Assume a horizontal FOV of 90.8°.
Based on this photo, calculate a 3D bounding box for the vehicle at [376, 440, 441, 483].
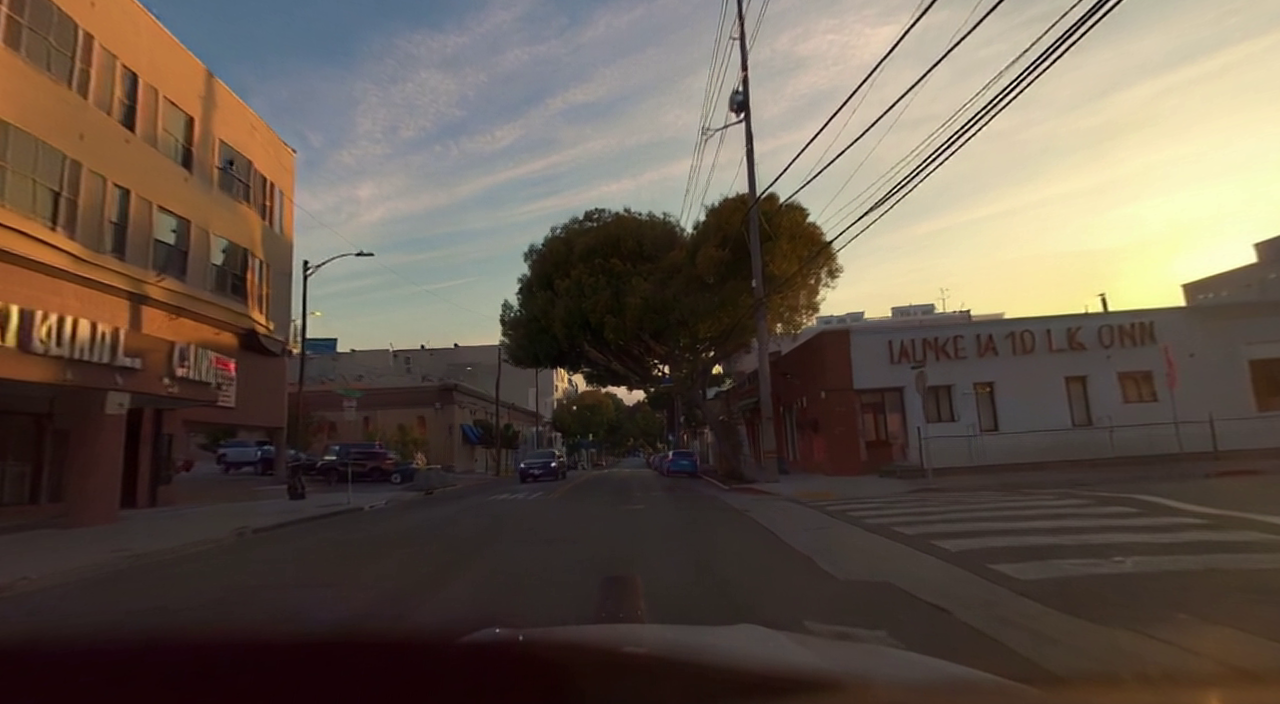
[{"bbox_3d":[-16.392,7.767,45.121,2.715,2.789,6.225,0,-10,-5],"label":"vehicle"}]

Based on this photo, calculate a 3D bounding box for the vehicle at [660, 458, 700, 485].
[{"bbox_3d":[2.253,6.888,36.660,1.877,1.373,3.854,0,-8,-3],"label":"vehicle"}]

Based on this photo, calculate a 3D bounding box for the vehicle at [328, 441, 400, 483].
[{"bbox_3d":[-19.323,7.653,44.581,2.256,2.668,5.979,0,-7,1],"label":"vehicle"}]

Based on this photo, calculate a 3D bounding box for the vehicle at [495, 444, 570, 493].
[{"bbox_3d":[-4.583,5.041,27.840,2.495,1.966,4.846,0,-8,-1],"label":"vehicle"}]

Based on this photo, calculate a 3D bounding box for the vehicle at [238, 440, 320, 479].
[{"bbox_3d":[-25.283,7.515,44.621,2.288,2.514,5.886,0,-8,0],"label":"vehicle"}]

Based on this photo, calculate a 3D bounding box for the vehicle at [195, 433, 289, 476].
[{"bbox_3d":[-27.967,7.202,44.769,2.249,2.760,6.636,0,-8,0],"label":"vehicle"}]
